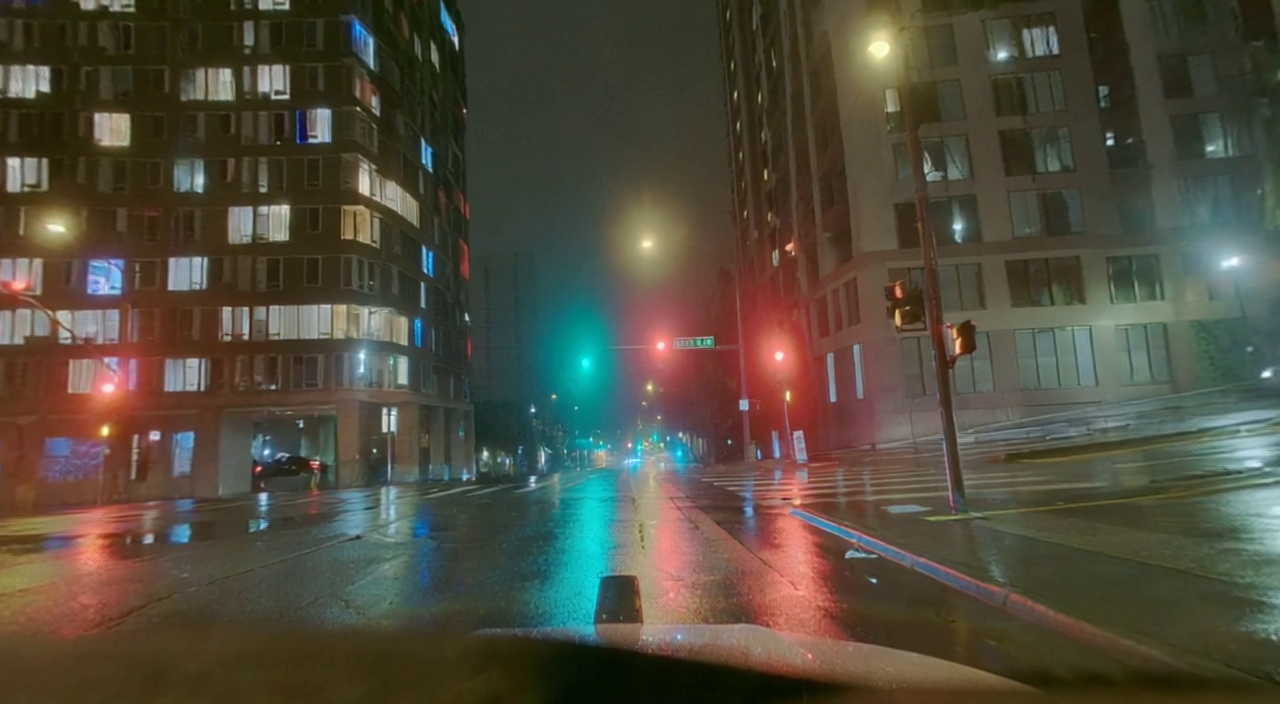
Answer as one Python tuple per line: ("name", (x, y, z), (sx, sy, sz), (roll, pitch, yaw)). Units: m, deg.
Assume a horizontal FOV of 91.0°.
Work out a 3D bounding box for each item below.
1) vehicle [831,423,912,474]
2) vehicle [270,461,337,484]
("vehicle", (14.979, 6.343, 41.420), (2.948, 3.071, 7.295), (0, -9, 4))
("vehicle", (-24.686, 8.830, 46.290), (3.882, 1.600, 1.768), (0, -9, 2))
